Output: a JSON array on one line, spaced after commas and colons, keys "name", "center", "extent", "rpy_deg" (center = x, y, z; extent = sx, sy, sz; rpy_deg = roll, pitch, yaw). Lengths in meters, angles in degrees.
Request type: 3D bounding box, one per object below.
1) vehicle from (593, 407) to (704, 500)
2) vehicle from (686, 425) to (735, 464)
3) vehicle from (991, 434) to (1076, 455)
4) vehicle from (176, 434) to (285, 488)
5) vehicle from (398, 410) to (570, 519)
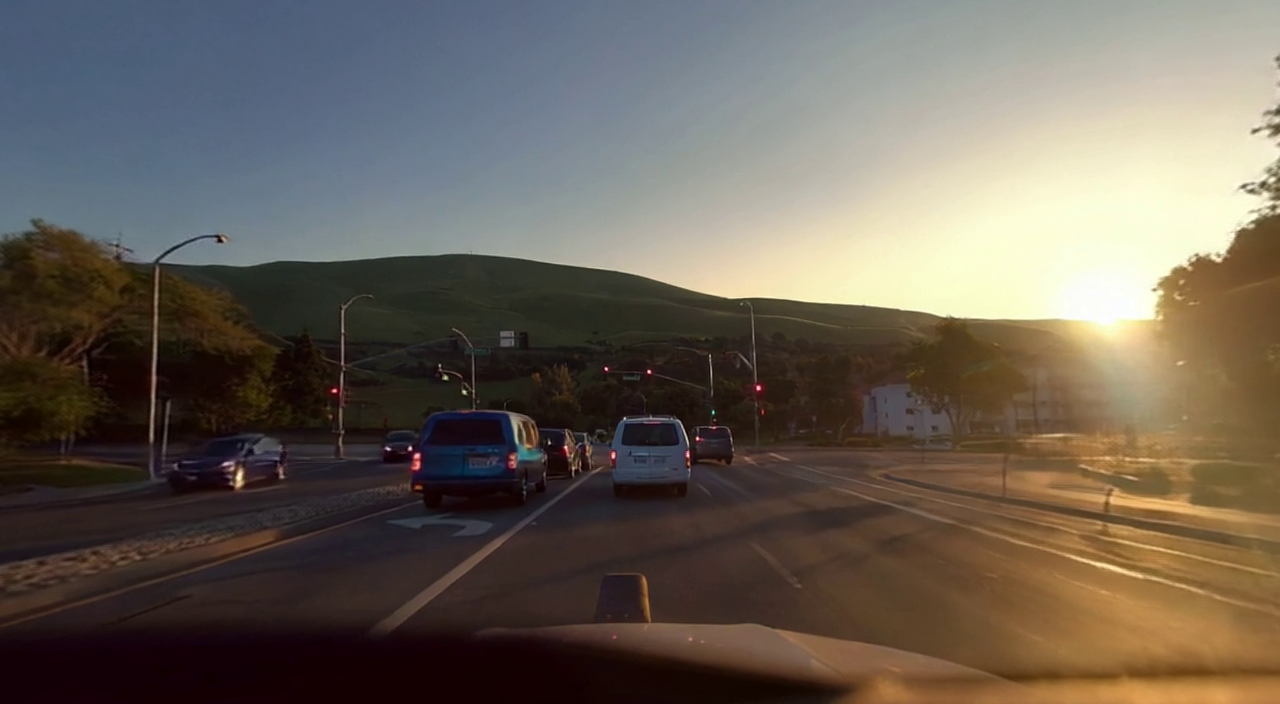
[{"name": "vehicle", "center": [0.200, 2.346, 14.757], "extent": [2.185, 1.822, 4.391], "rpy_deg": [0, -8, 1]}, {"name": "vehicle", "center": [3.210, 4.299, 29.372], "extent": [1.817, 1.662, 3.843], "rpy_deg": [0, -8, -1]}, {"name": "vehicle", "center": [28.505, 6.697, 45.753], "extent": [4.914, 1.470, 1.803], "rpy_deg": [-1, -8, 3]}, {"name": "vehicle", "center": [-14.931, 3.961, 23.338], "extent": [2.053, 1.754, 4.717], "rpy_deg": [2, -9, -17]}, {"name": "vehicle", "center": [-2.818, 2.183, 12.666], "extent": [2.131, 1.783, 4.540], "rpy_deg": [0, -8, 2]}]
